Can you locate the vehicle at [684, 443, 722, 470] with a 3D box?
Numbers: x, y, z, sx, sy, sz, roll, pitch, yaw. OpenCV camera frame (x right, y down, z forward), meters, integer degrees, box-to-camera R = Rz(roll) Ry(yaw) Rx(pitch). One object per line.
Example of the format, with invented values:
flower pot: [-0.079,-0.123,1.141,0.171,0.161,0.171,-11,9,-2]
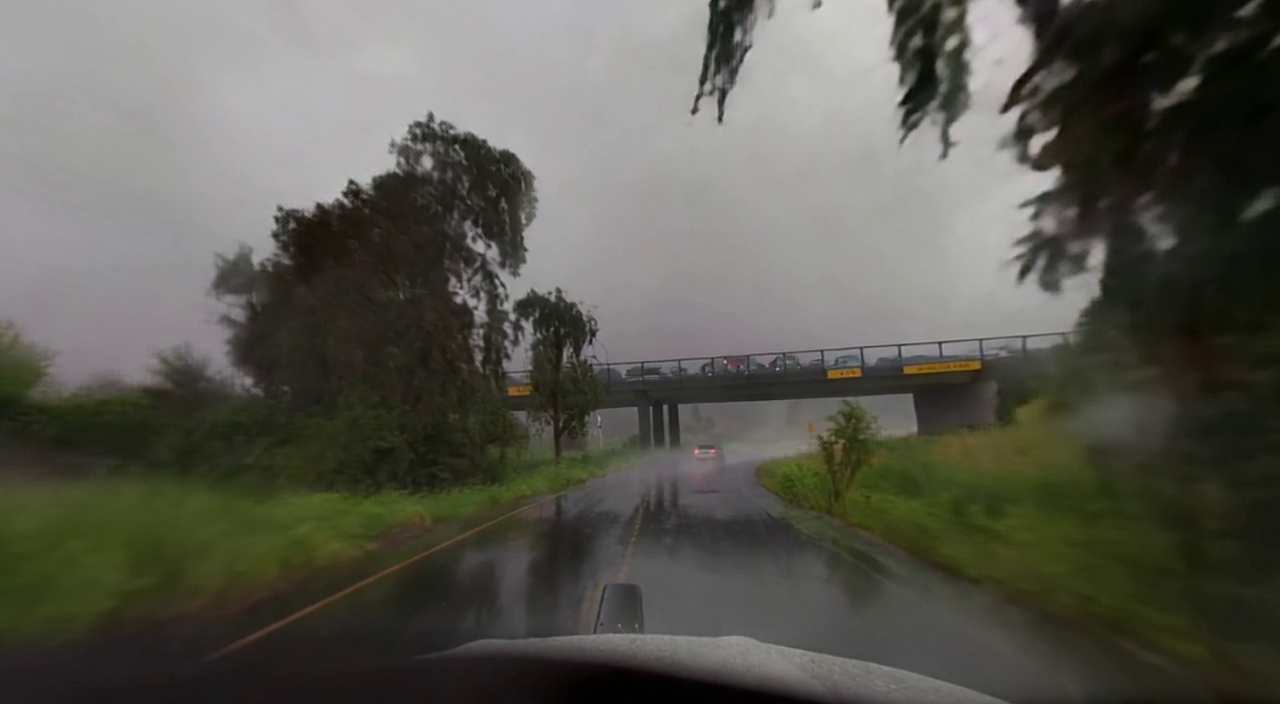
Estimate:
vehicle: [3.720,6.082,36.584,1.980,1.449,3.650,-2,-9,8]
